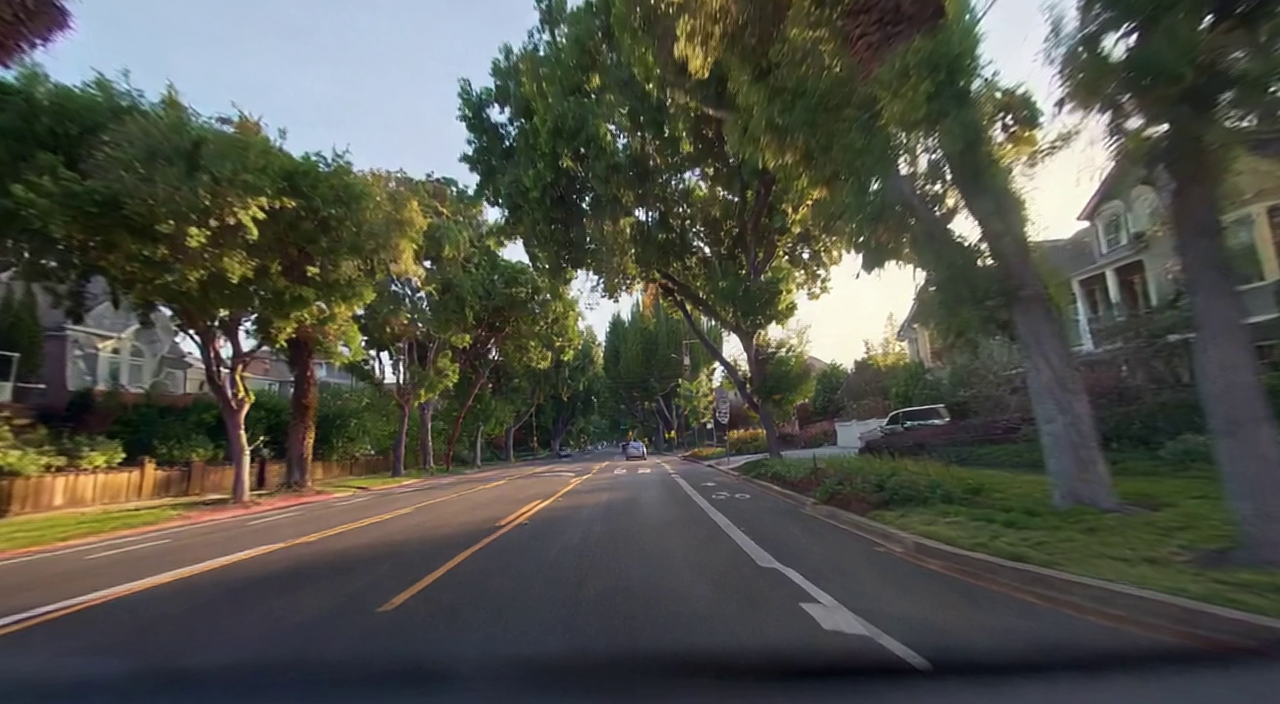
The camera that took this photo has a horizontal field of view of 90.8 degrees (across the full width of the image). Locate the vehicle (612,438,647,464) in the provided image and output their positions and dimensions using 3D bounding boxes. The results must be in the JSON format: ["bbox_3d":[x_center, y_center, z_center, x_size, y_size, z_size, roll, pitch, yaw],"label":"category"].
[{"bbox_3d":[-0.686,6.239,39.927,2.104,1.500,3.815,0,-8,-1],"label":"vehicle"}]
